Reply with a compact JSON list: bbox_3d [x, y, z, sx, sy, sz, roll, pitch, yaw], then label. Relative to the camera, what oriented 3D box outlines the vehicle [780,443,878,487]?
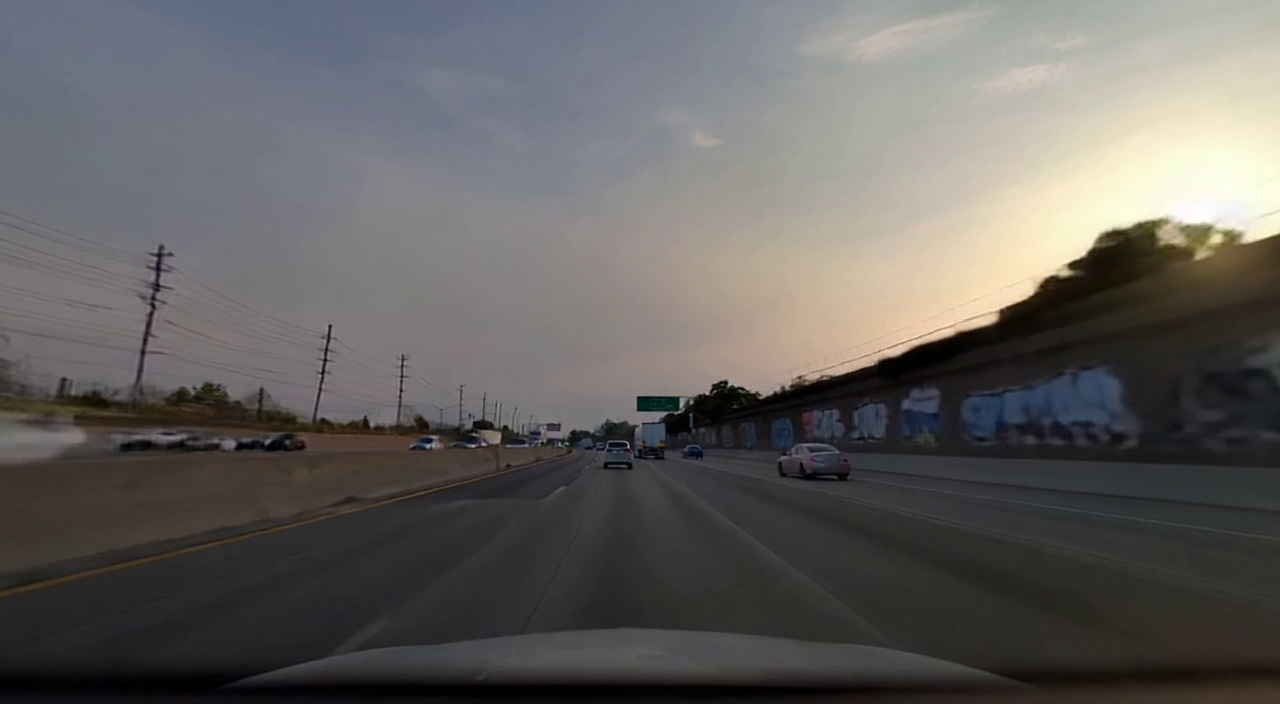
[{"bbox_3d":[6.908,4.161,23.680,2.018,1.451,4.762,0,-9,-3],"label":"vehicle"}]

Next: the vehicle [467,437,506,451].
[{"bbox_3d":[-11.091,6.723,45.917,1.884,0.990,3.895,0,-9,0],"label":"vehicle"}]

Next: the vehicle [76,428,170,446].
[{"bbox_3d":[-32.269,5.338,39.607,4.287,1.030,2.050,5,-10,-31],"label":"vehicle"}]

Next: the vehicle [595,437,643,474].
[{"bbox_3d":[-1.010,5.005,30.699,2.191,1.685,3.353,0,-9,-2],"label":"vehicle"}]

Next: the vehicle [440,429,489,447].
[{"bbox_3d":[-11.451,5.673,41.552,2.021,1.111,4.395,0,-9,-1],"label":"vehicle"}]

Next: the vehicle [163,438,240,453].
[{"bbox_3d":[-32.014,6.845,46.255,4.477,1.085,1.982,5,-10,-32],"label":"vehicle"}]
